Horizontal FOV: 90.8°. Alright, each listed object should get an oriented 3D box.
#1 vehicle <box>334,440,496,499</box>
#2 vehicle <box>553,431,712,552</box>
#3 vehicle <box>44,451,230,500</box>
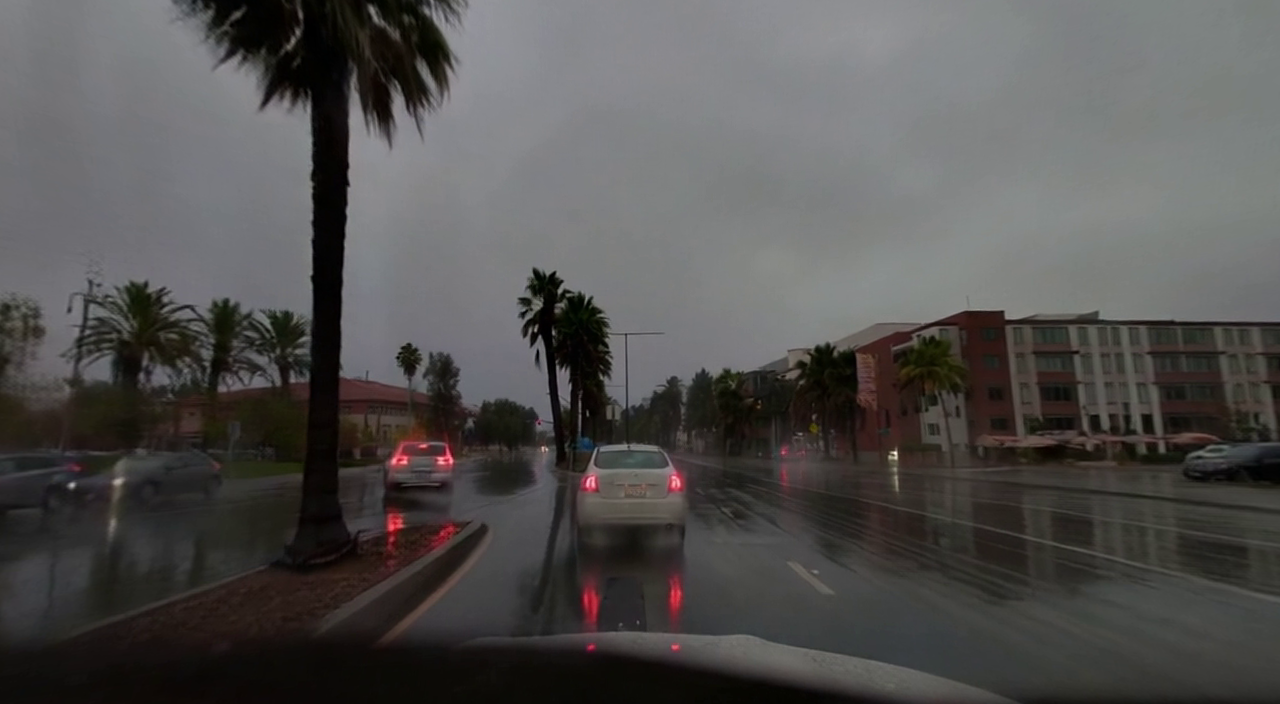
[{"bbox_3d":[-6.671,3.410,18.708,4.457,1.552,2.095,-5,-10,31],"label":"vehicle"},{"bbox_3d":[-0.288,2.057,10.106,1.986,1.473,4.382,1,-9,-5],"label":"vehicle"},{"bbox_3d":[-16.667,4.076,21.092,4.585,1.479,2.088,-1,-9,5],"label":"vehicle"}]
